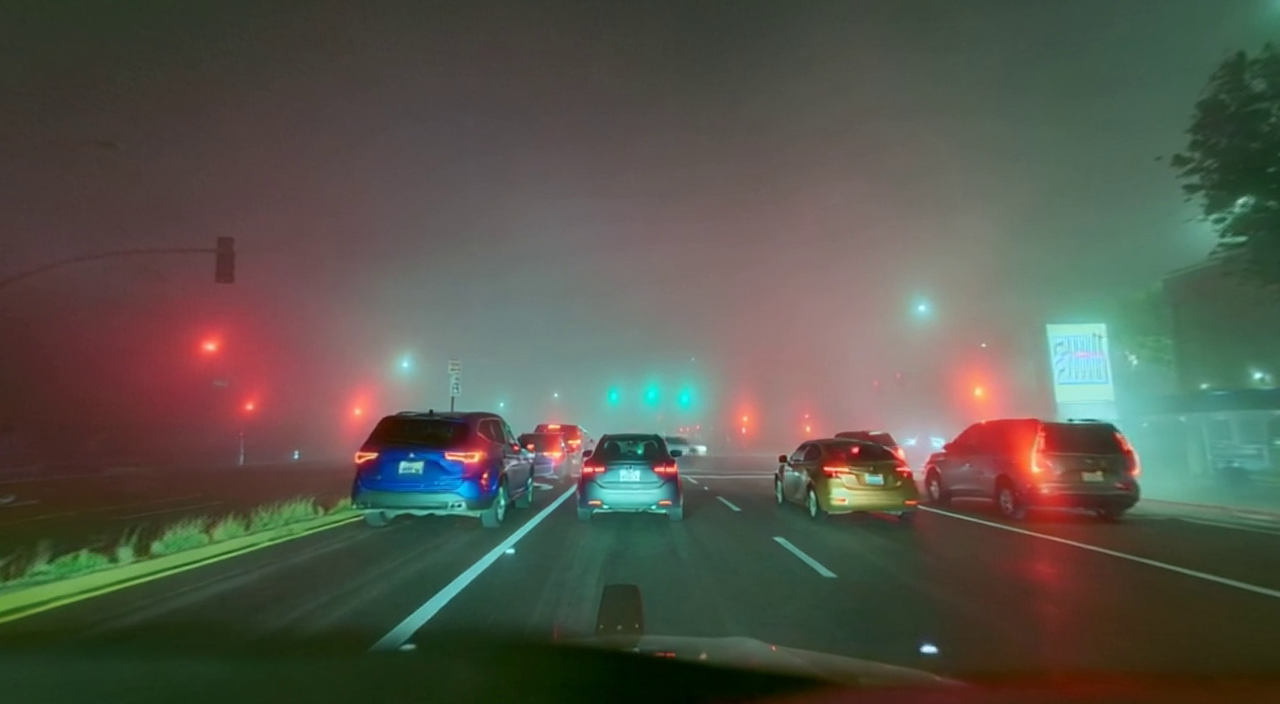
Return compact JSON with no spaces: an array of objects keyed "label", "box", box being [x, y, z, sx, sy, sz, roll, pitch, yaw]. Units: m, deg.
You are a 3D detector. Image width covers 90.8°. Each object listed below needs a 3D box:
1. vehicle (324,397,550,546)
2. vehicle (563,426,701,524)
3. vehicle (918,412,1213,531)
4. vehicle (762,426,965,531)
[{"label":"vehicle","box":[-2.849,1.818,10.231,2.064,1.825,4.760,0,-8,0]},{"label":"vehicle","box":[-0.147,2.168,11.693,2.097,1.480,4.006,0,-8,-1]},{"label":"vehicle","box":[7.258,2.089,11.631,2.068,1.731,4.752,0,-8,0]},{"label":"vehicle","box":[3.602,2.114,11.207,1.861,1.473,4.393,0,-8,-2]}]
